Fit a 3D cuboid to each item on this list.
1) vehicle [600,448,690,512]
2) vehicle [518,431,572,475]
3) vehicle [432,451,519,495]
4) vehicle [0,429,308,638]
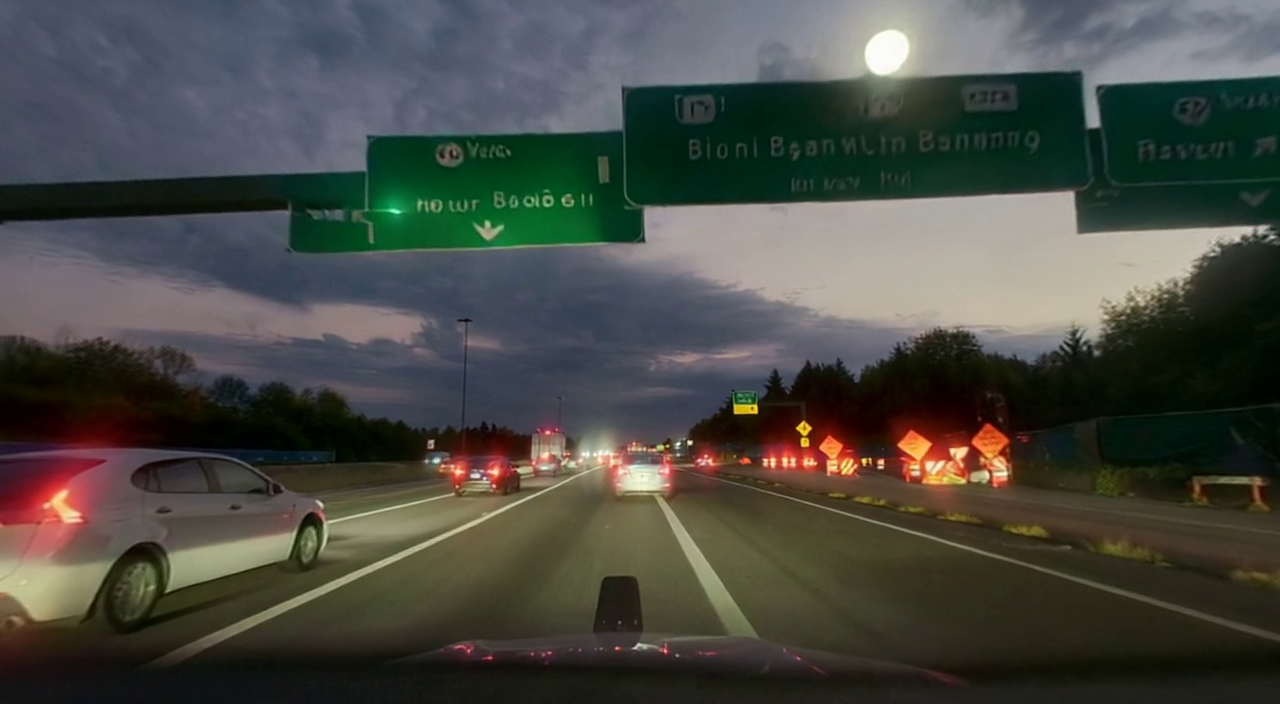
[{"bbox_3d":[0.104,3.230,16.337,2.080,1.451,3.512,0,-9,-1],"label":"vehicle"},{"bbox_3d":[-6.026,6.521,40.713,2.326,2.645,6.249,0,-9,1],"label":"vehicle"},{"bbox_3d":[-5.813,4.303,22.737,2.063,1.417,4.000,0,-9,0],"label":"vehicle"},{"bbox_3d":[-5.583,1.608,6.460,1.892,1.481,4.573,0,-9,-1],"label":"vehicle"}]
